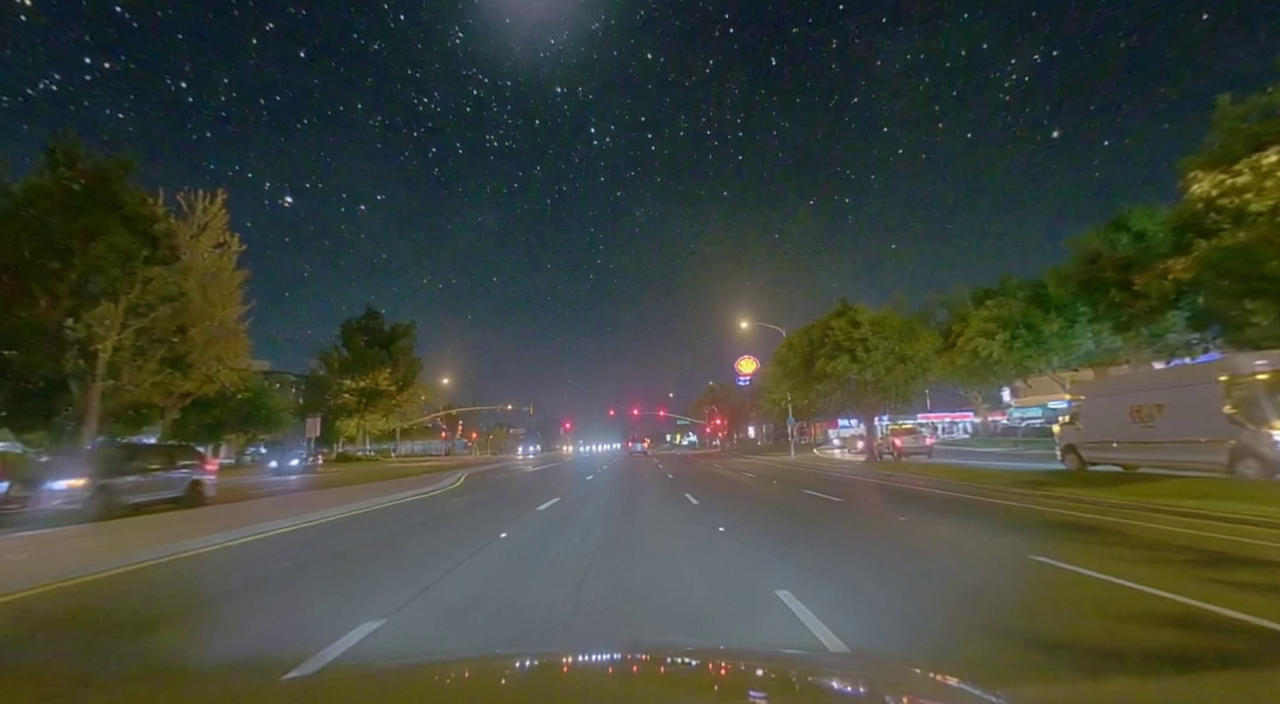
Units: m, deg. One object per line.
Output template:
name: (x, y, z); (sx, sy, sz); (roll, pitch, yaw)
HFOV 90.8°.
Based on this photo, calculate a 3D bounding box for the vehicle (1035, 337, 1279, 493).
vehicle: (15.467, 1.876, 17.162); (3.129, 3.430, 8.253); (0, -9, -8)

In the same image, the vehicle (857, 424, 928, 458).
vehicle: (14.312, 5.109, 36.226); (2.249, 1.793, 5.763); (-1, -8, 6)

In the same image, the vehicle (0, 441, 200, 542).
vehicle: (-10.454, 2.356, 11.339); (1.955, 1.474, 4.429); (0, -8, -1)
